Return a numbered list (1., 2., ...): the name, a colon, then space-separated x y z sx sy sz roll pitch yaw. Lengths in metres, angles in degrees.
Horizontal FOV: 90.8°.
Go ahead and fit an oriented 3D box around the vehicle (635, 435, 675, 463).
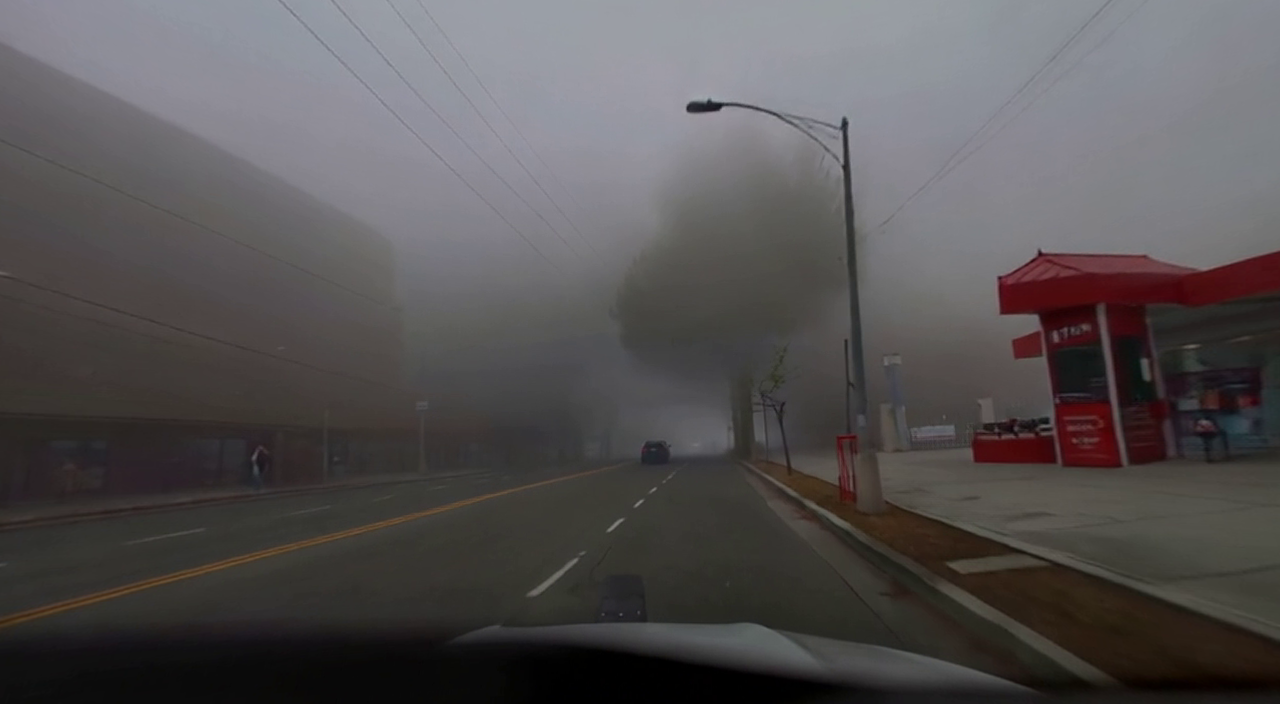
1. vehicle: 1.040 6.385 41.707 2.101 1.721 4.364 -2 -8 8
